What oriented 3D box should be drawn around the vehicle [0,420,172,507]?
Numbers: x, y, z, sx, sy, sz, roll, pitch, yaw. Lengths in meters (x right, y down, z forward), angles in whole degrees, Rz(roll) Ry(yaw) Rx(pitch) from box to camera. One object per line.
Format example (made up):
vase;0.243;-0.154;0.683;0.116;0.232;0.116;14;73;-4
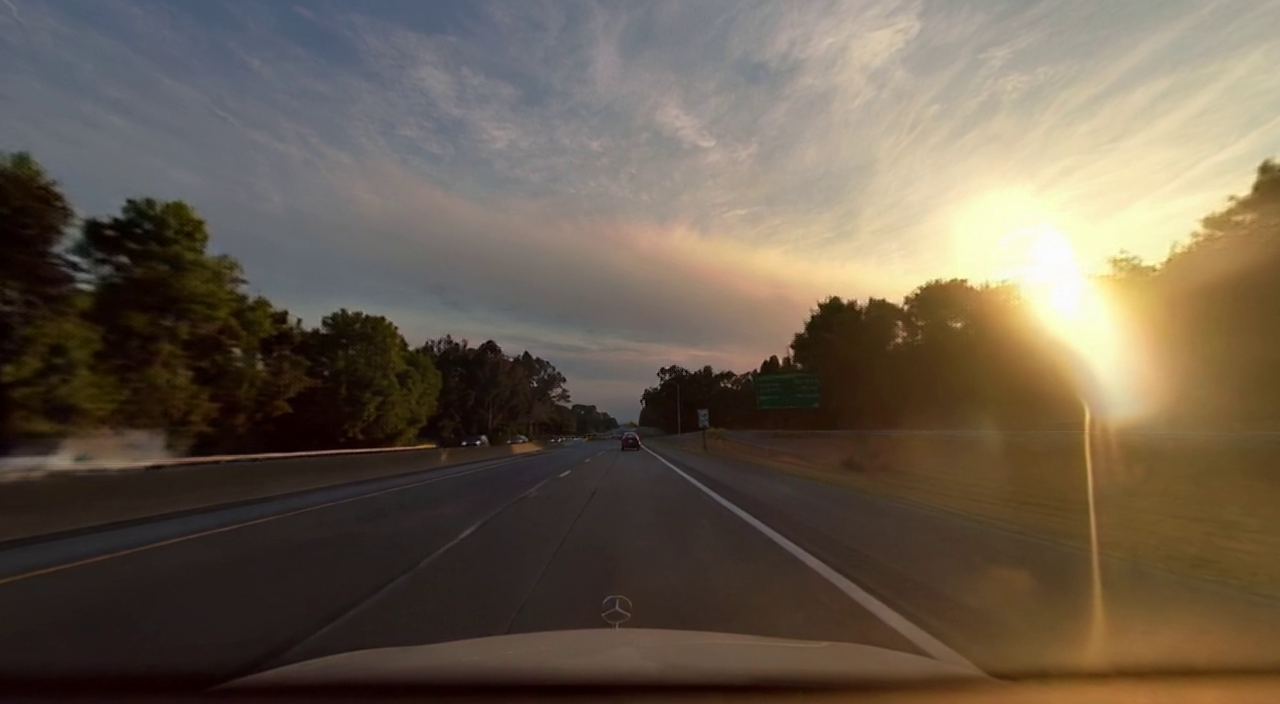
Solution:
vehicle;-12.888;2.324;13.612;1.998;1.592;4.662;0;-8;-1
